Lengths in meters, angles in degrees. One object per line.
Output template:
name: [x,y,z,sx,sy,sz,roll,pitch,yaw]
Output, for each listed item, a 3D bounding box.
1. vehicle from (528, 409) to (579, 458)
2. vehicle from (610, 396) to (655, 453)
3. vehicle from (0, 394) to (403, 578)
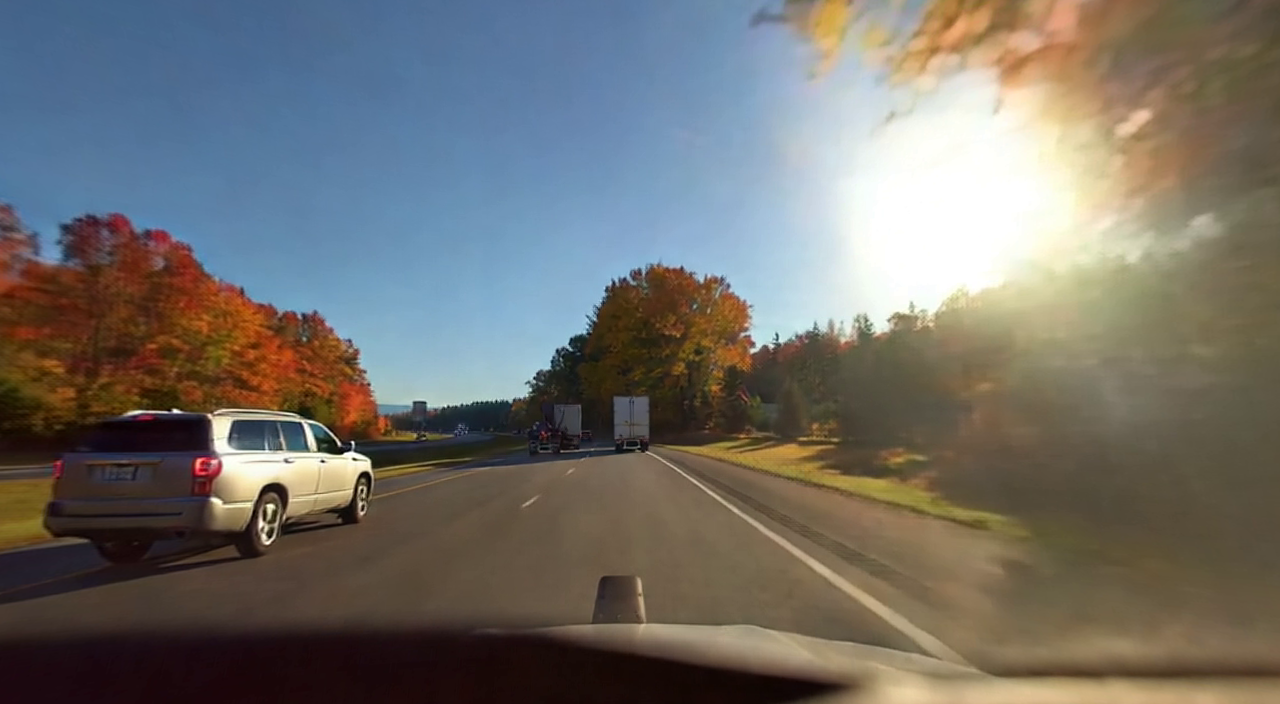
vehicle: [-5.189,5.017,38.590,2.383,2.726,5.677,0,-8,-1]
vehicle: [-0.654,5.576,47.766,3.078,3.955,8.774,0,-8,-2]
vehicle: [-4.956,1.526,8.067,2.089,1.669,4.515,0,-8,-1]
